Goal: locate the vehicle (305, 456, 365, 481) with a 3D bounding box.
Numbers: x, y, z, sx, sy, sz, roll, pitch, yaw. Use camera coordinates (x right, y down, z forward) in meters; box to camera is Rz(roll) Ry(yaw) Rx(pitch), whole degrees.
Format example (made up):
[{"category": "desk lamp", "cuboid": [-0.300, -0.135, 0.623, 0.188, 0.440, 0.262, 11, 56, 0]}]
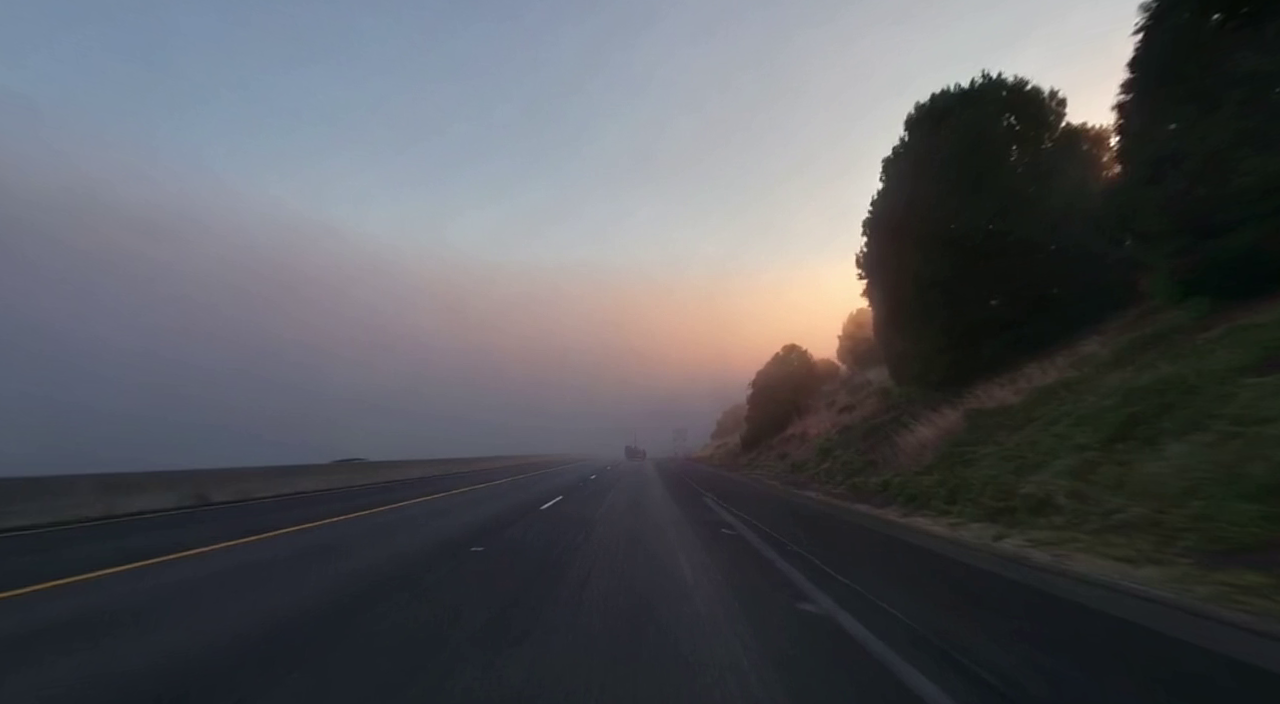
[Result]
[{"category": "vehicle", "cuboid": [-19.144, 7.310, 39.685, 1.772, 1.466, 3.863, 0, -9, 1]}]
